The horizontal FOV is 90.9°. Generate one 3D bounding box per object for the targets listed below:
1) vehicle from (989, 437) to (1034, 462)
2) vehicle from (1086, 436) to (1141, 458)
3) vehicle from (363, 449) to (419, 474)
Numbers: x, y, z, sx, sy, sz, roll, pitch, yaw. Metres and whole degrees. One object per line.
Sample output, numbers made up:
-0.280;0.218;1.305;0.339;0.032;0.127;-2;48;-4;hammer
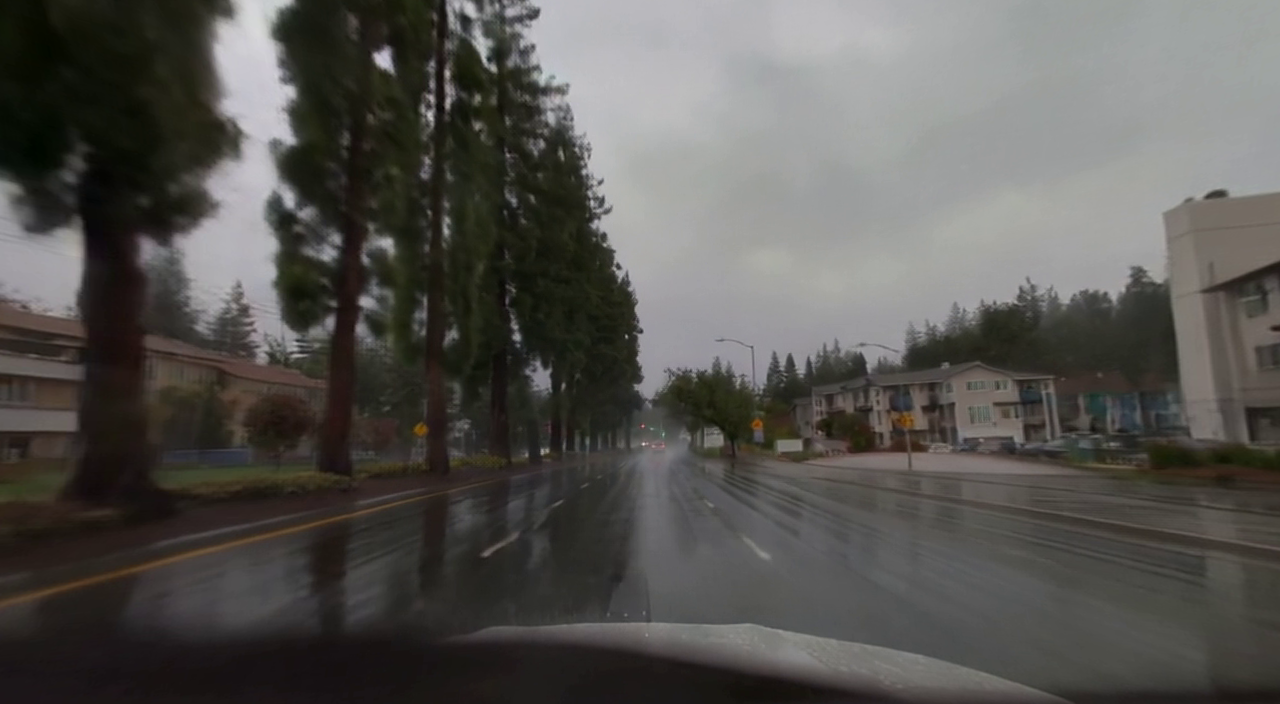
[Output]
26.025;6.802;44.314;1.823;1.466;4.676;-7;-8;20;vehicle
32.670;6.570;43.636;1.868;1.434;4.425;-3;-9;21;vehicle
-16.441;7.224;41.922;1.928;1.531;4.329;0;-8;0;vehicle
